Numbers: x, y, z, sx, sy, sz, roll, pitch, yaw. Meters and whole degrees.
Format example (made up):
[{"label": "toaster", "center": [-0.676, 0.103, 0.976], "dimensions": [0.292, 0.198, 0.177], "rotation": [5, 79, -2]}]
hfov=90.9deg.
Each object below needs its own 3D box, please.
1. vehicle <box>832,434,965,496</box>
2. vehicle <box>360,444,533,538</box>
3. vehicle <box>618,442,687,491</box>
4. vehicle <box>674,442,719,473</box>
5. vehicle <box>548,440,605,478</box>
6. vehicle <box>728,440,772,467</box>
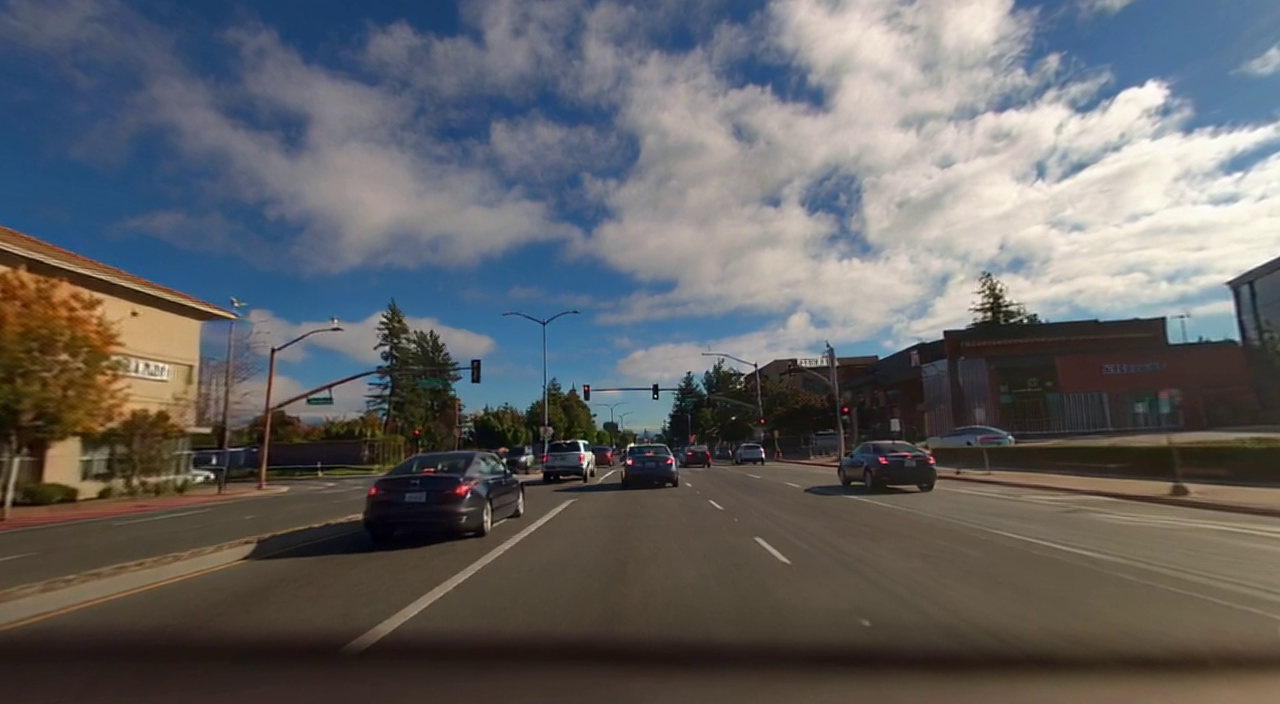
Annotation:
[{"label": "vehicle", "center": [7.168, 3.169, 18.046], "dimensions": [1.892, 1.515, 4.400], "rotation": [0, -8, -1]}, {"label": "vehicle", "center": [-3.471, 2.548, 12.300], "dimensions": [1.938, 1.472, 4.399], "rotation": [0, -8, 0]}, {"label": "vehicle", "center": [0.366, 3.793, 21.288], "dimensions": [2.096, 1.473, 3.893], "rotation": [0, -8, 0]}, {"label": "vehicle", "center": [2.963, 5.664, 34.003], "dimensions": [1.988, 1.528, 4.144], "rotation": [0, -8, -1]}, {"label": "vehicle", "center": [-2.979, 5.136, 30.494], "dimensions": [2.219, 1.699, 4.090], "rotation": [-1, -8, 1]}, {"label": "vehicle", "center": [7.279, 6.765, 42.176], "dimensions": [2.044, 1.701, 4.397], "rotation": [0, -8, -1]}]
